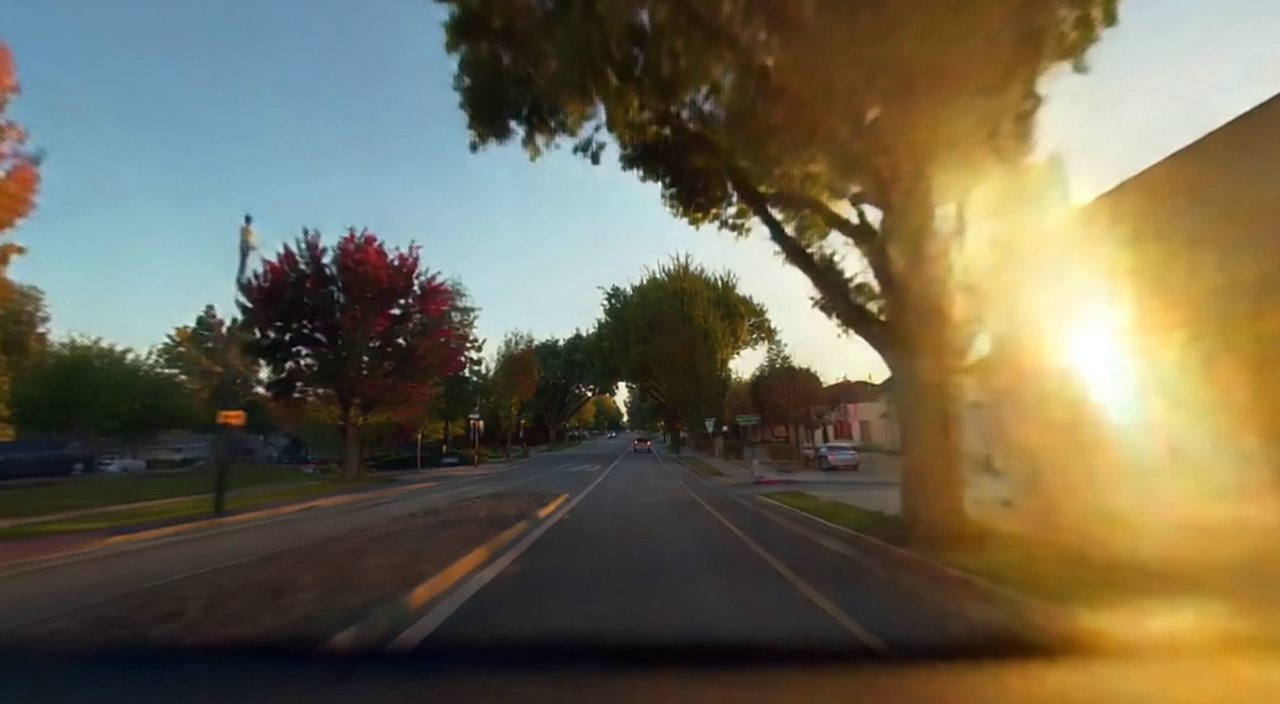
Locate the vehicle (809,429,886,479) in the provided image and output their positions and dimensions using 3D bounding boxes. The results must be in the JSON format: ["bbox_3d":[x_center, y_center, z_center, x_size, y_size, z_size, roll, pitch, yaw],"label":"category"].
[{"bbox_3d":[11.128,5.615,34.252,2.001,1.744,4.449,-4,-18,-9],"label":"vehicle"}]
